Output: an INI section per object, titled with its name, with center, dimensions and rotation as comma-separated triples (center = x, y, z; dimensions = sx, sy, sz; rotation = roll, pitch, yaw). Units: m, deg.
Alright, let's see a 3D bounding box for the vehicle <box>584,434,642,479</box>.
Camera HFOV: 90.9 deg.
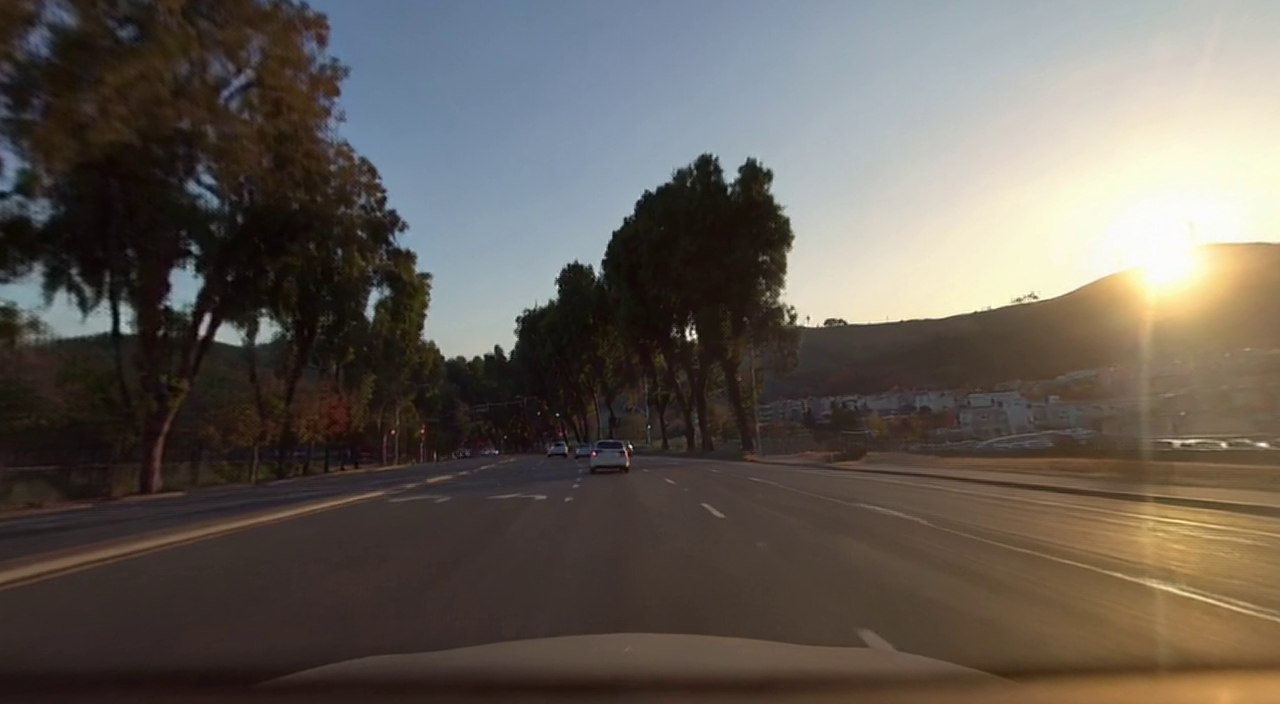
[vehicle]
center = -1.244, 4.478, 27.228
dimensions = 2.253, 1.756, 4.313
rotation = 1, -8, -6
